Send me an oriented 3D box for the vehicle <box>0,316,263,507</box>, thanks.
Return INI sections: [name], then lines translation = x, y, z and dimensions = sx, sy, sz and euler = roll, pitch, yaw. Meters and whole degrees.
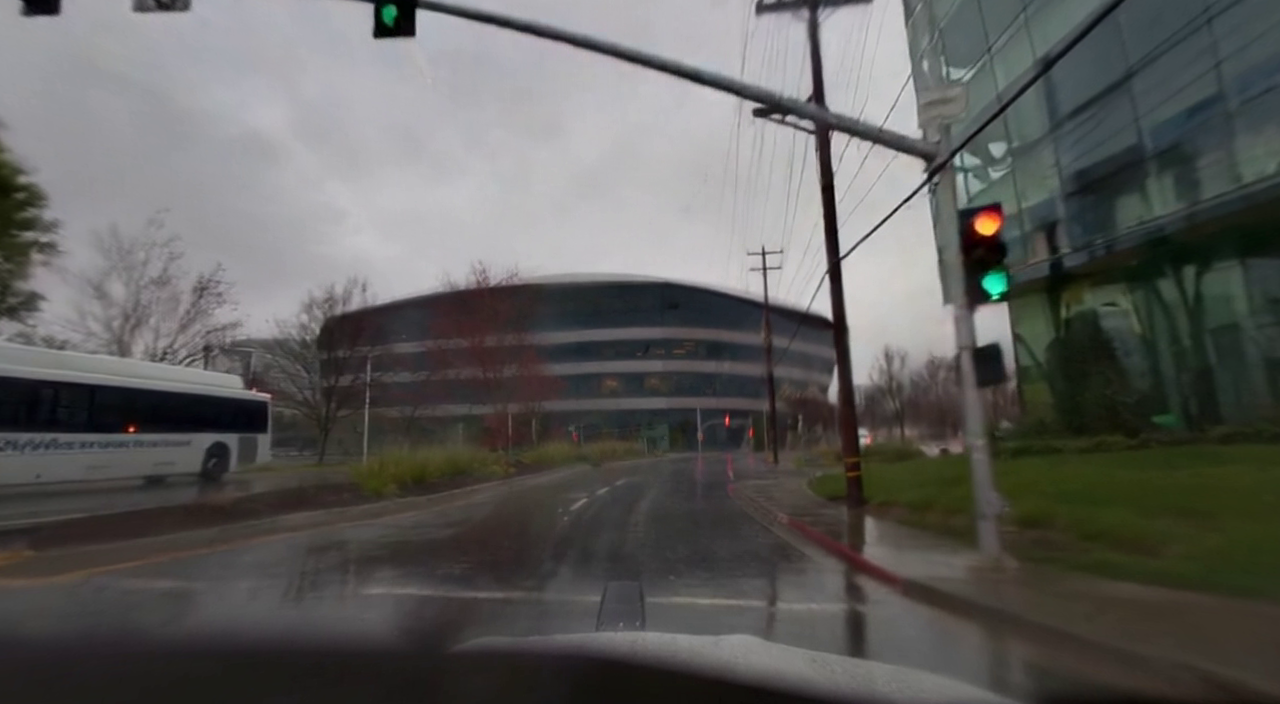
[vehicle]
translation = -15.170, 1.730, 16.625
dimensions = 3.014, 4.047, 11.442
euler = 0, -9, 2
